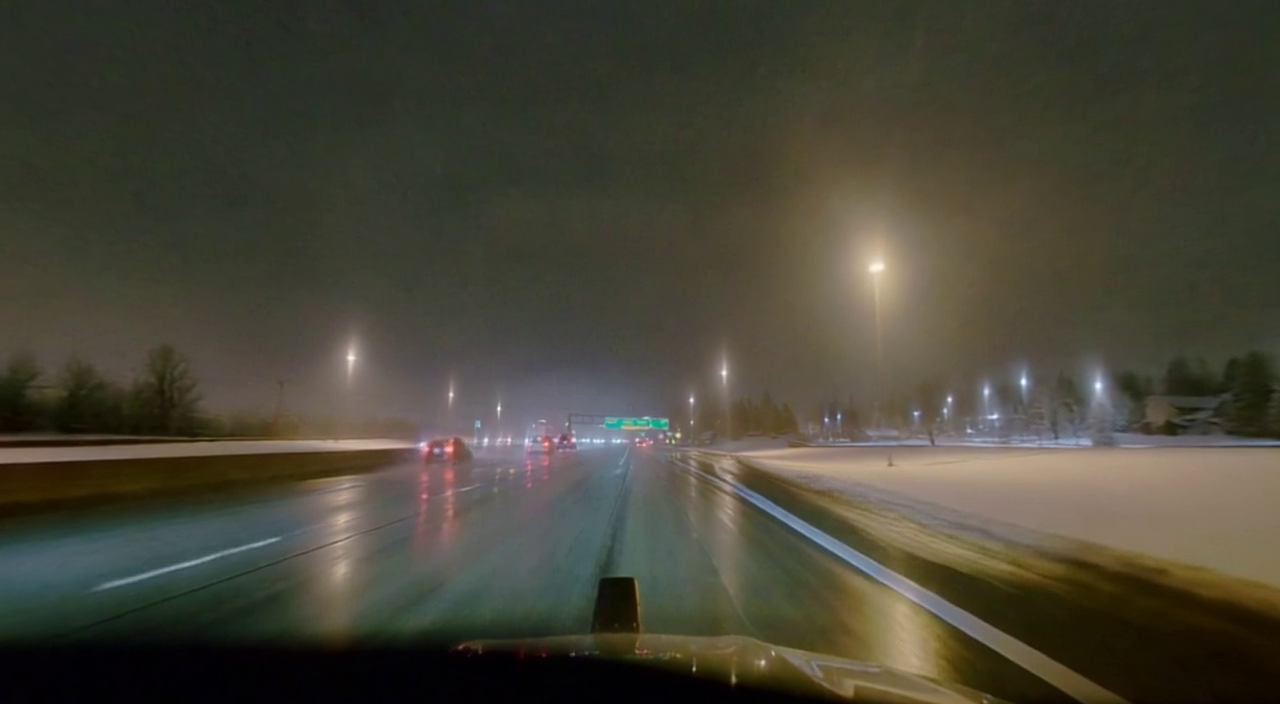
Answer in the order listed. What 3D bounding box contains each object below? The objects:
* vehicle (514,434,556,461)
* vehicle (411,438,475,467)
[{"bbox_3d":[-6.741,6.154,40.704,1.979,1.646,4.096,0,-7,0],"label":"vehicle"},{"bbox_3d":[-10.289,5.251,33.168,1.976,1.413,4.088,0,-7,1],"label":"vehicle"}]
